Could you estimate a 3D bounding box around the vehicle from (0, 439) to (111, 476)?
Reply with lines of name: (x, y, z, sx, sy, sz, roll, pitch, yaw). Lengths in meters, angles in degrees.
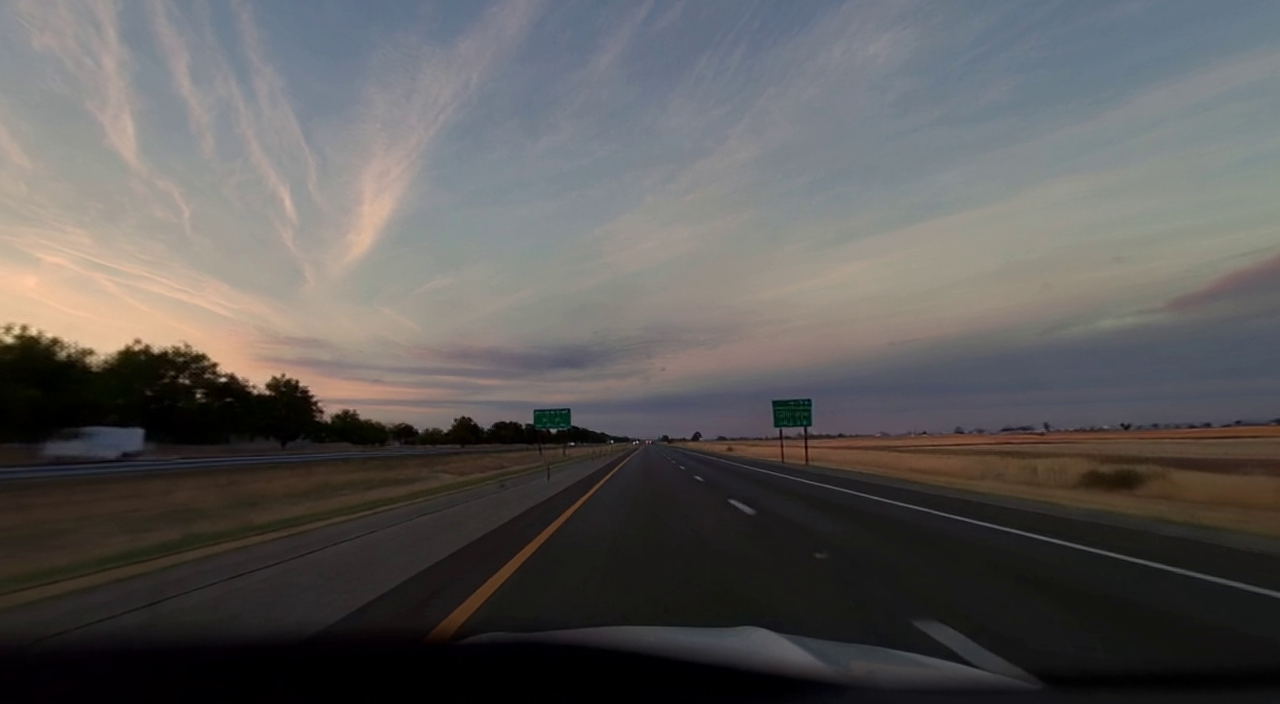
vehicle: (-32.183, 5.736, 34.423, 2.055, 1.878, 4.749, 0, -8, 1)
